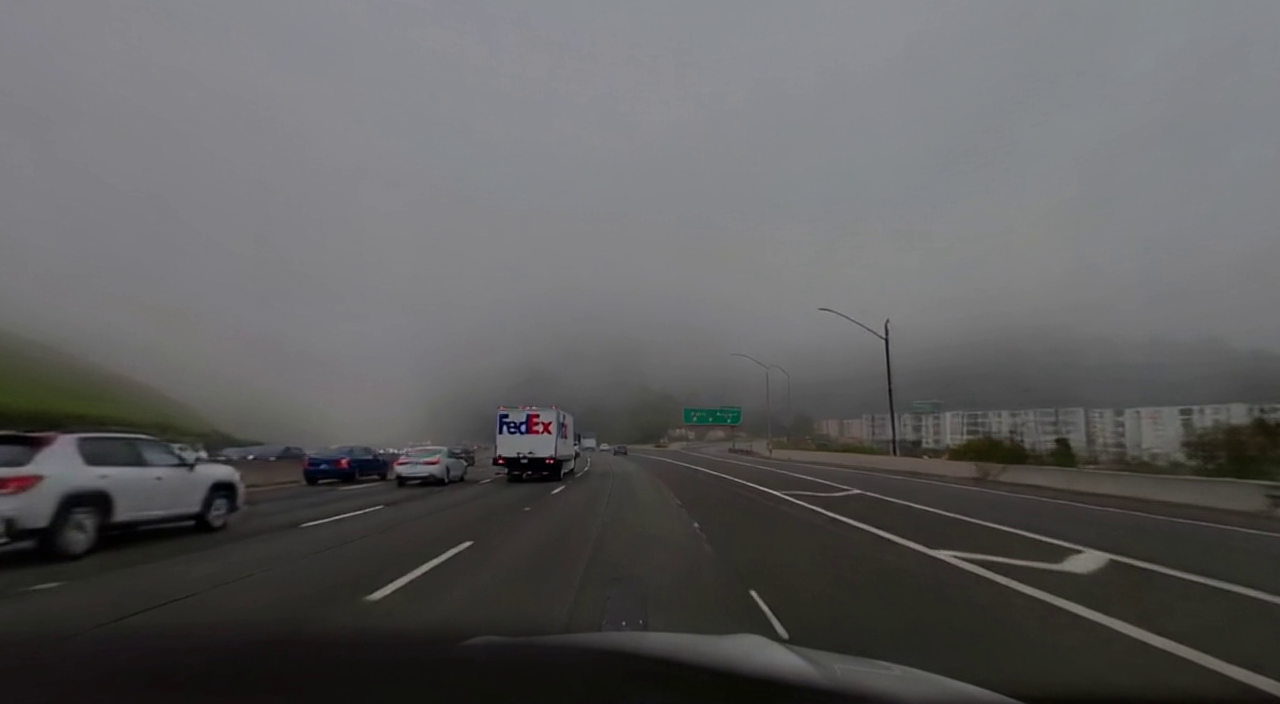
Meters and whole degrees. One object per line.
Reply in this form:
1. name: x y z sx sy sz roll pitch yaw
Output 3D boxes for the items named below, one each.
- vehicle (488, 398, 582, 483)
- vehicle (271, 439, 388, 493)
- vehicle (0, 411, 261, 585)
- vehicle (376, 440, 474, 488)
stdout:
1. vehicle: -4.323 3.894 27.713 2.798 3.212 7.573 0 -8 0
2. vehicle: -11.627 4.256 24.066 2.021 1.669 4.794 3 -7 0
3. vehicle: -7.784 1.762 8.252 2.461 1.767 4.991 0 -8 1
4. vehicle: -8.017 4.187 24.047 2.143 1.628 4.559 0 -8 0
